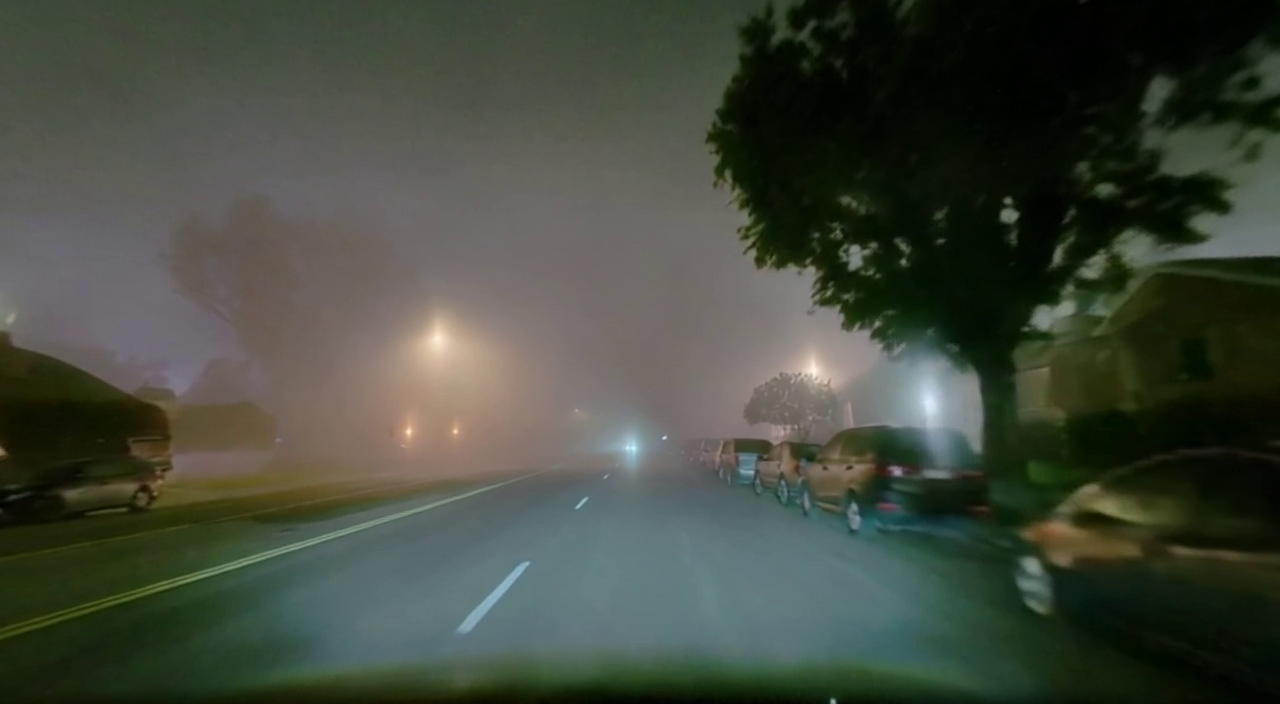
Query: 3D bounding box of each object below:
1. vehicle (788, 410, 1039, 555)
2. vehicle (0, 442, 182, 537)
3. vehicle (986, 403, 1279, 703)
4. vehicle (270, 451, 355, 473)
[{"bbox_3d":[3.838,1.916,9.929,1.917,1.741,4.420,0,-9,0],"label":"vehicle"},{"bbox_3d":[-13.659,3.116,15.115,1.926,1.790,4.494,0,-7,1],"label":"vehicle"},{"bbox_3d":[3.759,1.031,2.925,1.981,1.546,4.372,0,-9,3],"label":"vehicle"},{"bbox_3d":[-23.722,7.951,45.898,4.946,1.518,2.115,0,-9,1],"label":"vehicle"}]
